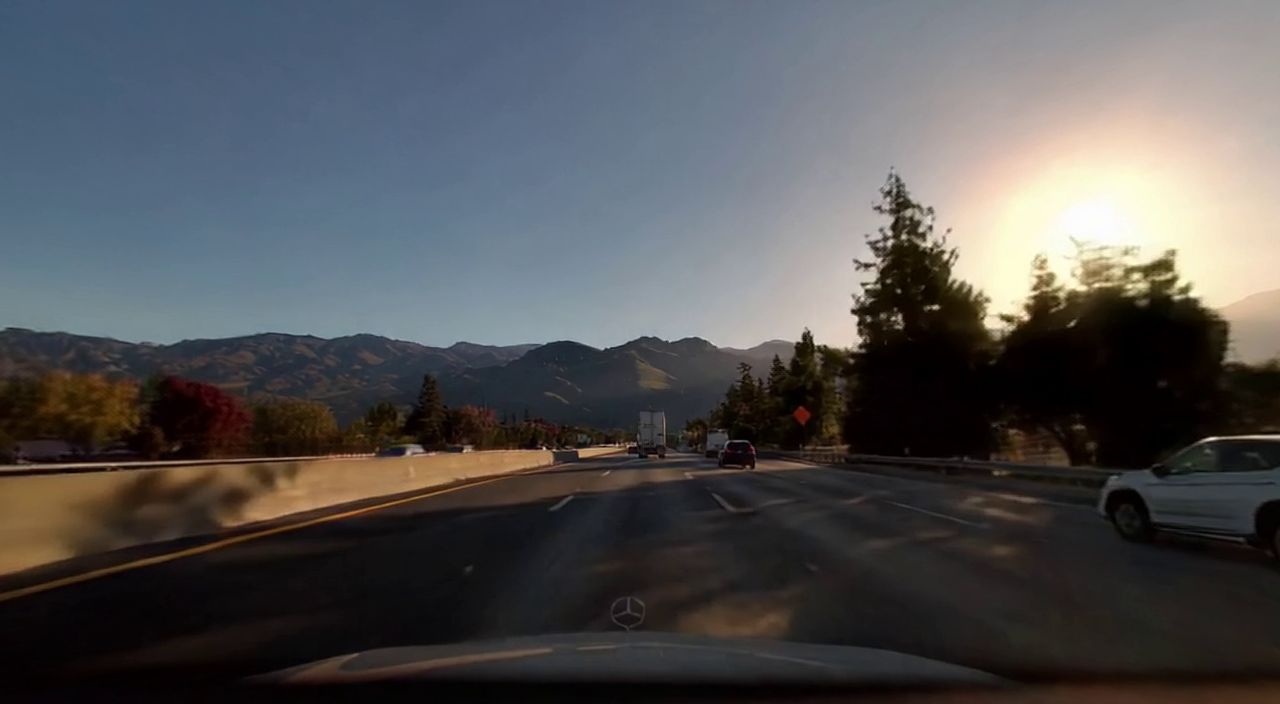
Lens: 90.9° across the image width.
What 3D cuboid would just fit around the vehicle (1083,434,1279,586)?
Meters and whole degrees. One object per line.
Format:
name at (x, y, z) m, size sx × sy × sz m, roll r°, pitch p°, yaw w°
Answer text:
vehicle at (7.117, 1.581, 6.552) m, size 1.982 × 1.440 × 4.171 m, roll 0°, pitch -8°, yaw 1°

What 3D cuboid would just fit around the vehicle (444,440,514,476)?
vehicle at (-7.372, 4.911, 29.333) m, size 1.974 × 1.488 × 4.325 m, roll -1°, pitch -9°, yaw 2°

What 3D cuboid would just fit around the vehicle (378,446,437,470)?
vehicle at (-15.379, 6.995, 41.933) m, size 1.974 × 1.501 × 4.698 m, roll -1°, pitch -8°, yaw 2°

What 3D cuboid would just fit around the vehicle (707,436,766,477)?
vehicle at (4.066, 4.468, 27.161) m, size 1.880 × 1.624 × 3.941 m, roll 0°, pitch -8°, yaw 0°
